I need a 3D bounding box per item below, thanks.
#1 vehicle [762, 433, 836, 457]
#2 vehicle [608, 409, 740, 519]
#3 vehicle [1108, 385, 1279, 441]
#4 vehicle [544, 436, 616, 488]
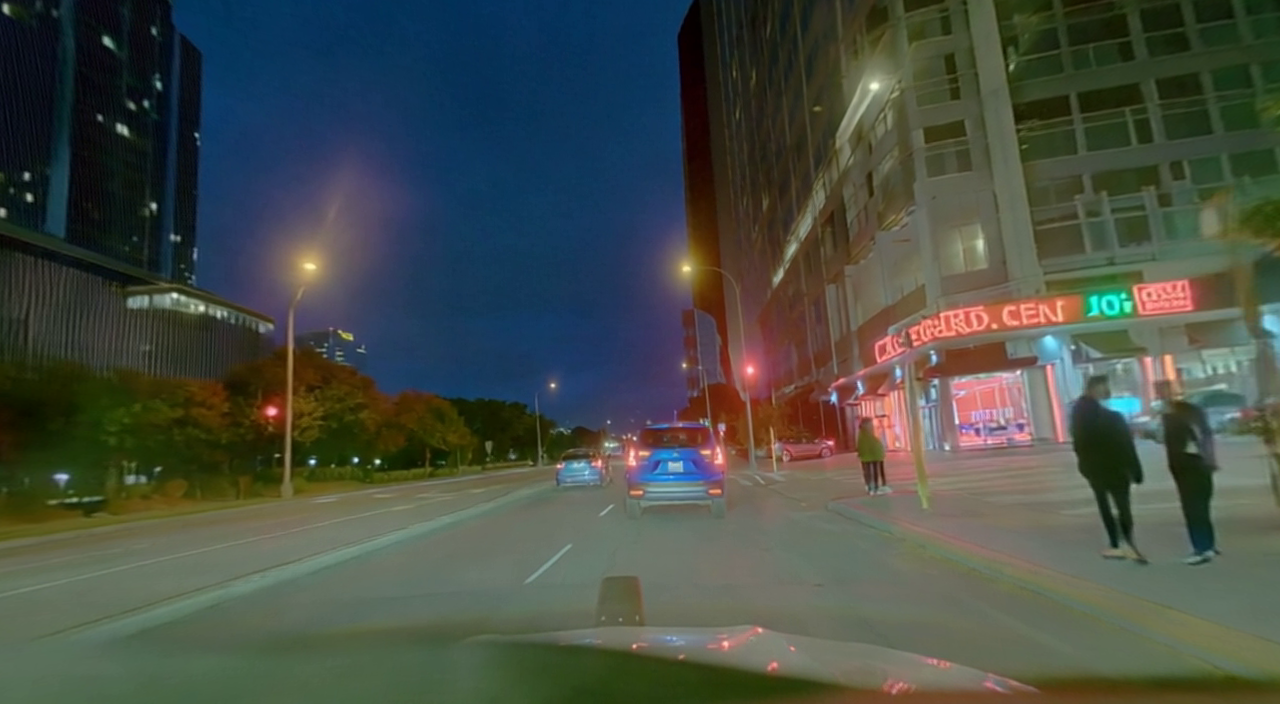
[{"bbox_3d":[10.496,6.143,41.872,4.426,1.490,1.862,-1,-8,2],"label":"vehicle"},{"bbox_3d":[0.681,2.363,13.784,2.352,1.953,4.796,-1,-8,2],"label":"vehicle"},{"bbox_3d":[17.393,1.897,19.308,4.474,1.583,1.970,-1,-8,4],"label":"vehicle"},{"bbox_3d":[-2.076,3.960,23.098,2.023,1.702,4.152,-1,-8,3],"label":"vehicle"}]
